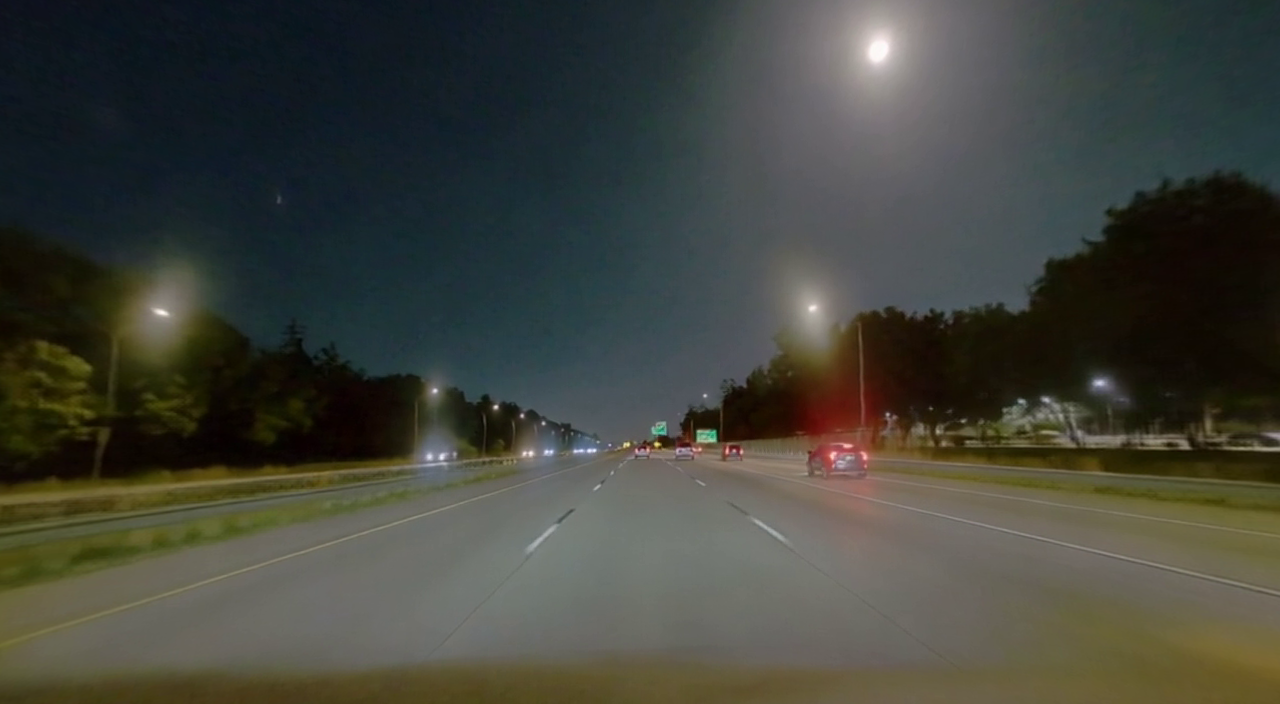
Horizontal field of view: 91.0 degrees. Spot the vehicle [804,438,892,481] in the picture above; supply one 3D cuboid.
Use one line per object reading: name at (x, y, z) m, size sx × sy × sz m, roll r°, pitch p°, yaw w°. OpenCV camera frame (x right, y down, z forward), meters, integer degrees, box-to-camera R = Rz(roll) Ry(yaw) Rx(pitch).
vehicle at (8.172, 4.264, 25.204) m, size 1.989 × 1.526 × 4.443 m, roll 0°, pitch -9°, yaw 0°
